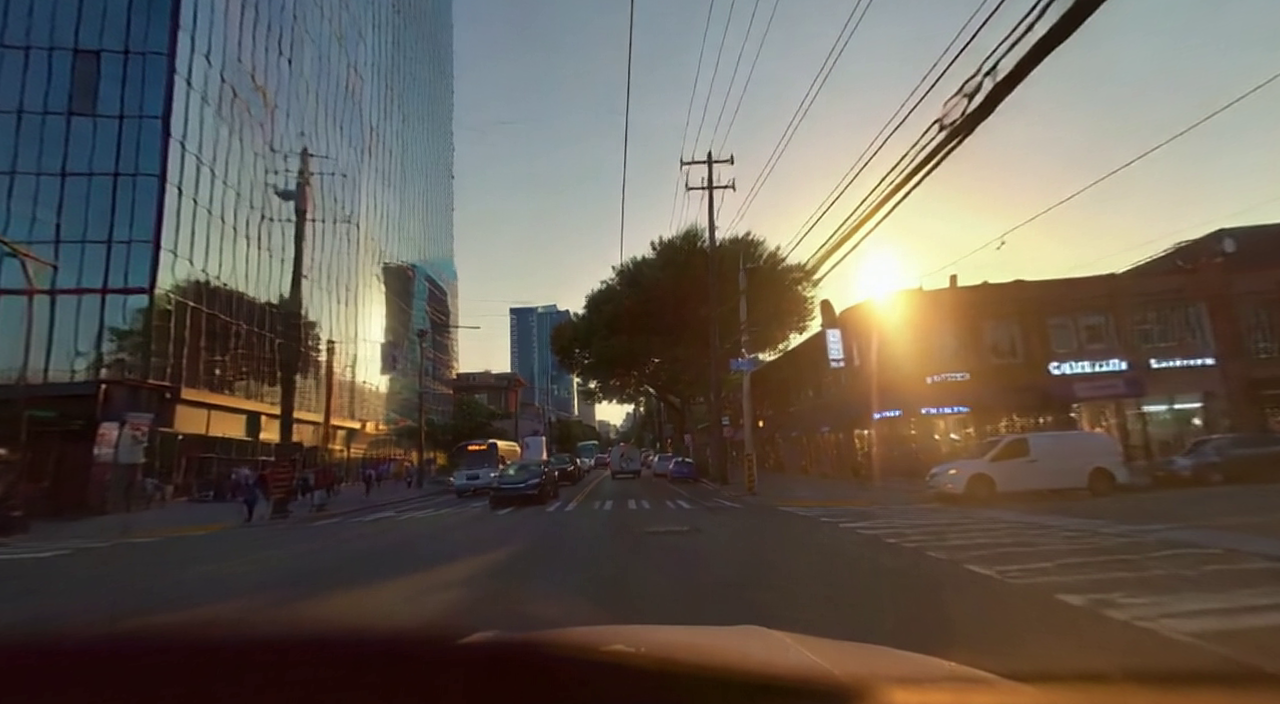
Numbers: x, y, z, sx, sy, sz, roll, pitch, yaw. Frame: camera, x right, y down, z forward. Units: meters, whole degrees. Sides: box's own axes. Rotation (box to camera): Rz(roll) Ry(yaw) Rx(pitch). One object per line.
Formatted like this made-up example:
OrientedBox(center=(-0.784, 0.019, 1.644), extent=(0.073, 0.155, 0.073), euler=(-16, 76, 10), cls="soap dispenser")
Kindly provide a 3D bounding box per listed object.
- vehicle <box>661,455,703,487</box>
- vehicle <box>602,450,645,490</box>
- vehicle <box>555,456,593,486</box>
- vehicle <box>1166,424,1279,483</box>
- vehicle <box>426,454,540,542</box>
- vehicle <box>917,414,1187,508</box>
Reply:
OrientedBox(center=(2.328, 6.805, 36.356), extent=(1.934, 1.633, 4.271), euler=(0, -9, -3), cls="vehicle")
OrientedBox(center=(-0.909, 6.171, 33.370), extent=(2.127, 1.893, 4.194), euler=(0, -9, -3), cls="vehicle")
OrientedBox(center=(-4.140, 7.518, 40.136), extent=(1.983, 1.727, 4.294), euler=(0, -9, -1), cls="vehicle")
OrientedBox(center=(18.366, 2.948, 18.505), extent=(4.161, 1.586, 1.992), euler=(0, -9, -3), cls="vehicle")
OrientedBox(center=(-3.719, 3.481, 15.709), extent=(2.026, 1.616, 4.109), euler=(-2, -7, -4), cls="vehicle")
OrientedBox(center=(9.974, 2.718, 15.782), extent=(4.966, 1.826, 2.209), euler=(-5, -9, 6), cls="vehicle")
